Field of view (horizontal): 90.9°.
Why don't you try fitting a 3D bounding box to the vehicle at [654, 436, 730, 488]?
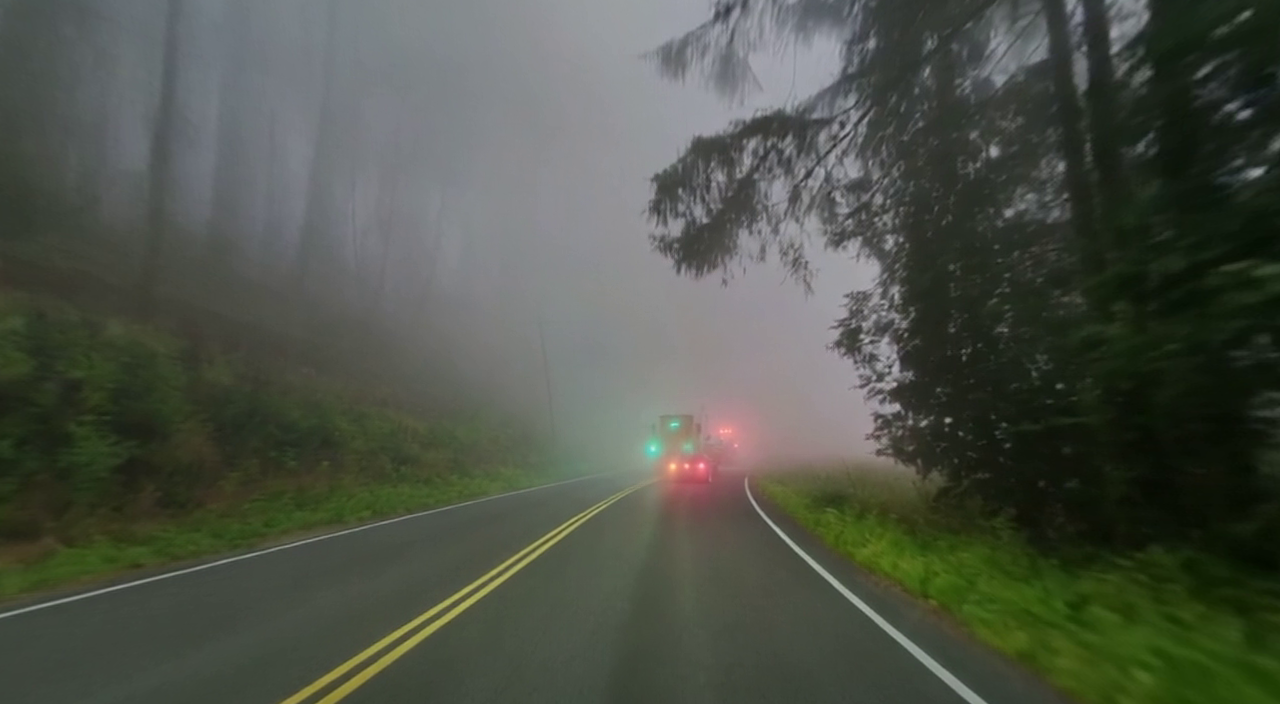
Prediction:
[{"bbox_3d":[1.780,3.511,20.498,2.196,1.465,4.294,-1,-8,7],"label":"vehicle"}]
